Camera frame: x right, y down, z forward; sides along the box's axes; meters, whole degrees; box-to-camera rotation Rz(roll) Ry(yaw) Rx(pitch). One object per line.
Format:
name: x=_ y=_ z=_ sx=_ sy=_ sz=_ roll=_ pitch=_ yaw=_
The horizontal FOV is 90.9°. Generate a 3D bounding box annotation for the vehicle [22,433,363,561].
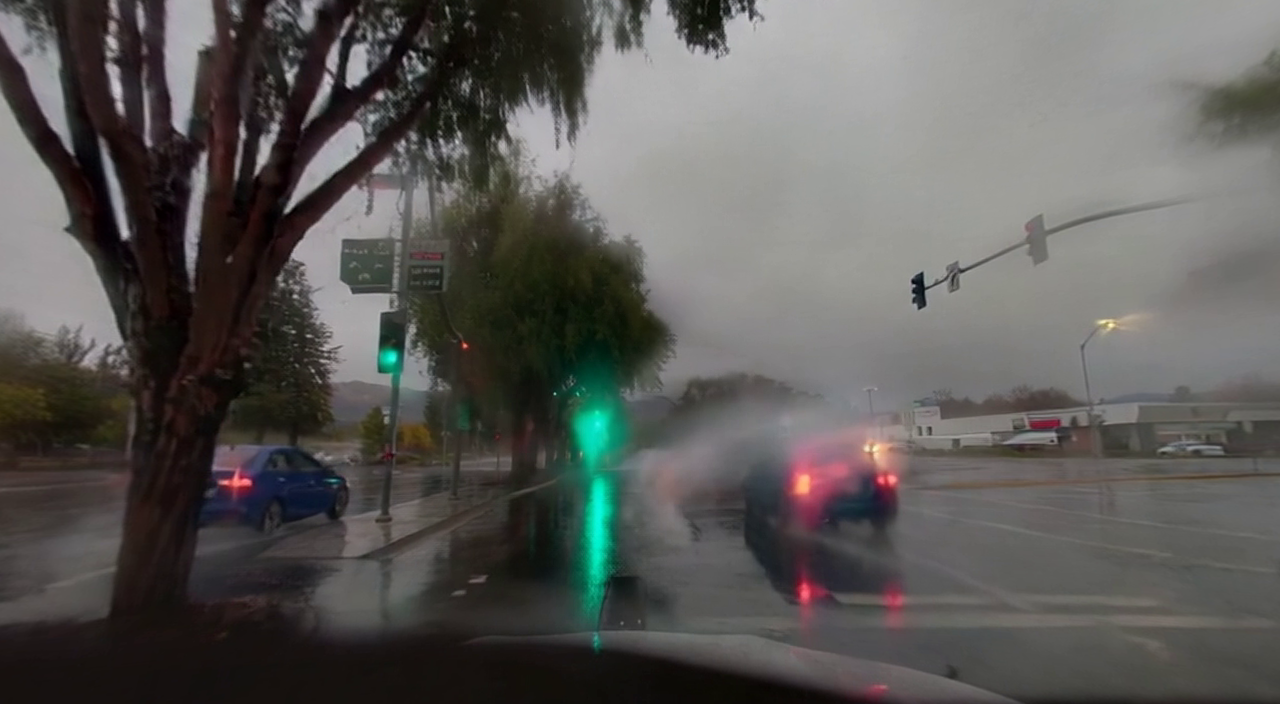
vehicle: x=-6.234 y=2.028 z=9.684 sx=1.995 sy=1.470 sz=4.556 roll=0 pitch=-8 yaw=-2

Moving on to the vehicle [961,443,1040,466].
vehicle: x=27.612 y=7.831 z=48.502 sx=2.026 sy=1.657 sz=5.260 roll=2 pitch=-9 yaw=-15

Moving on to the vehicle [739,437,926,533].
vehicle: x=3.430 y=2.443 z=12.322 sx=1.940 sy=1.487 sz=4.562 roll=0 pitch=-8 yaw=-4
